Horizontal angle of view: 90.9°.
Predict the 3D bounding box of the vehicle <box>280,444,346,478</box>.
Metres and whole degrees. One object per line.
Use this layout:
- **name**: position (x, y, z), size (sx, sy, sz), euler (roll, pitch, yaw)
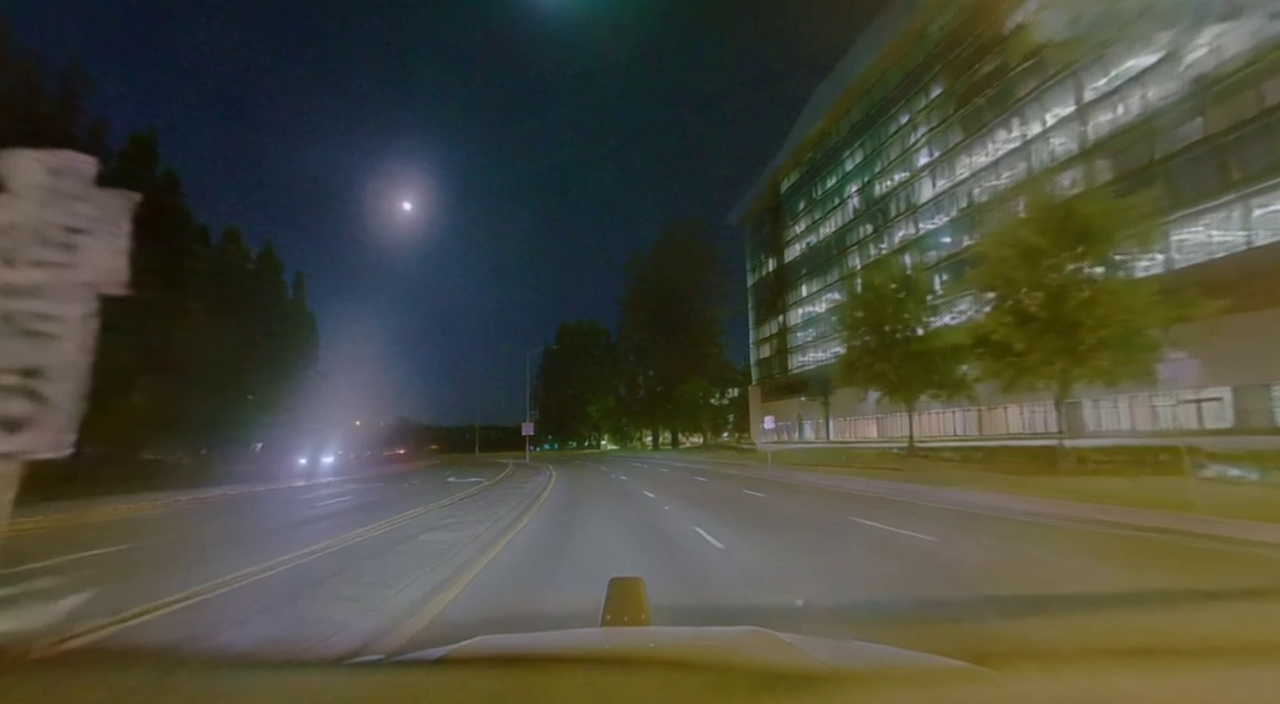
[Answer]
- **vehicle**: position (-18.924, 6.308, 36.742), size (2.091, 1.809, 4.550), euler (2, -9, -10)
